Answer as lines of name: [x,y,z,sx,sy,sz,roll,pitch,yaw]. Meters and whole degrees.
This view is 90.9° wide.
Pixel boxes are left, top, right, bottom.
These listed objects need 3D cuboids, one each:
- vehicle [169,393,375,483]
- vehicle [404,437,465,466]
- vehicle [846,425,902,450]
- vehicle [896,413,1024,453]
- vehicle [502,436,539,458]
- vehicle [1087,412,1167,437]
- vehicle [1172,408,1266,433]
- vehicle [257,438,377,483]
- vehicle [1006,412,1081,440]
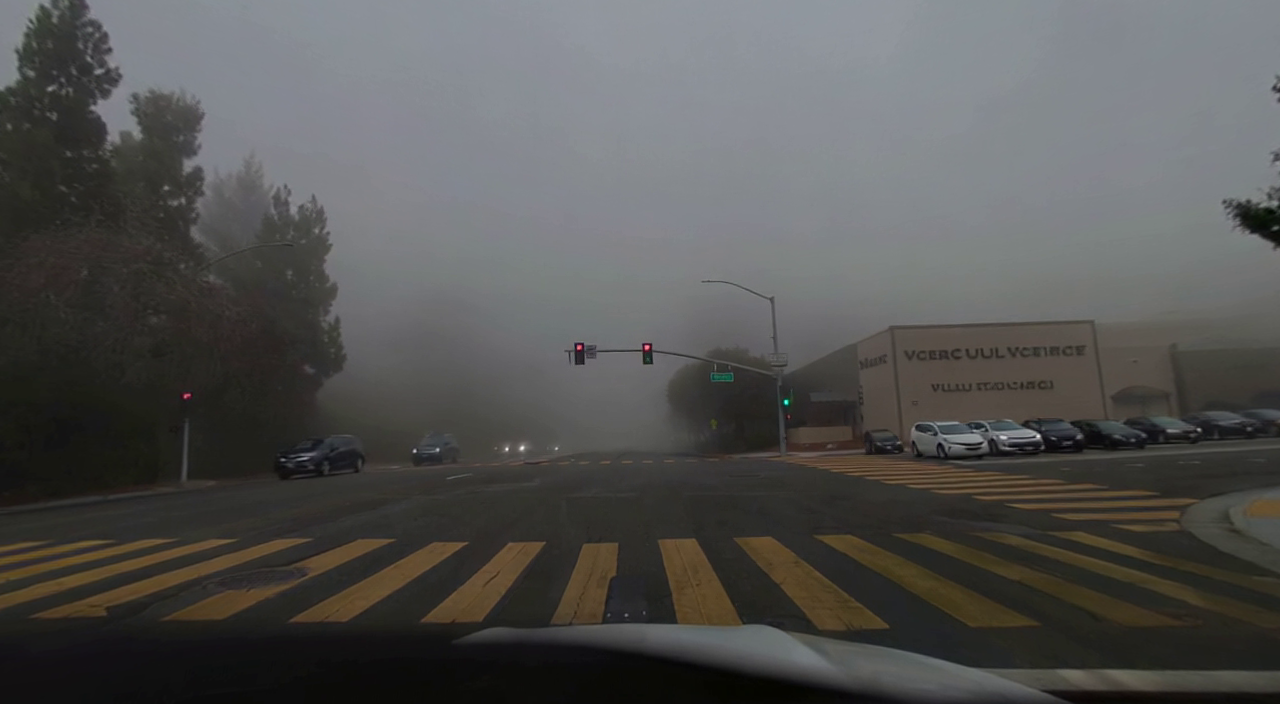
vehicle: [-16.567,4.151,29.933,3.161,3.455,11.058,0,-8,0]
vehicle: [-12.325,5.993,38.167,2.181,1.653,4.468,0,-8,0]
vehicle: [17.185,6.306,46.376,3.329,1.415,1.821,-6,-9,2]
vehicle: [14.081,3.597,27.945,4.566,1.670,2.000,0,-8,-2]
vehicle: [-9.260,7.413,49.149,2.026,1.616,4.199,0,-8,1]
vehicle: [31.386,4.729,40.773,1.823,1.480,4.003,0,-8,-4]
vehicle: [38.420,4.616,41.970,1.715,1.480,4.701,0,-8,-1]
vehicle: [-12.028,4.061,23.920,1.996,1.482,4.772,0,-8,0]
vehicle: [26.313,4.882,41.282,2.011,1.656,4.163,0,-8,-3]
